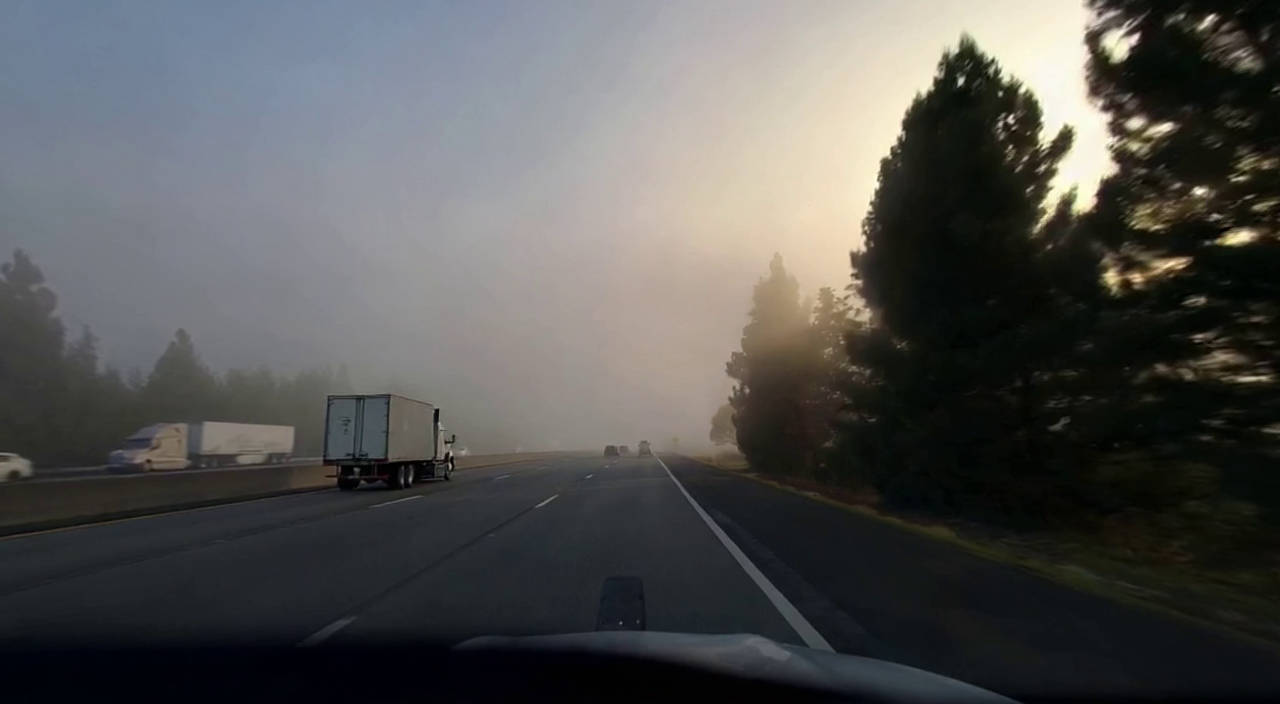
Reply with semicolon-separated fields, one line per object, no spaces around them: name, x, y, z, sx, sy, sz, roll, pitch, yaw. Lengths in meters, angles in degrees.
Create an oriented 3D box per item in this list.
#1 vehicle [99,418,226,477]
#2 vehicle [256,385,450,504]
vehicle;-36.193;7.301;48.253;3.008;4.085;8.150;0;-9;1
vehicle;-7.418;2.541;17.317;2.444;2.685;5.893;0;-9;1
